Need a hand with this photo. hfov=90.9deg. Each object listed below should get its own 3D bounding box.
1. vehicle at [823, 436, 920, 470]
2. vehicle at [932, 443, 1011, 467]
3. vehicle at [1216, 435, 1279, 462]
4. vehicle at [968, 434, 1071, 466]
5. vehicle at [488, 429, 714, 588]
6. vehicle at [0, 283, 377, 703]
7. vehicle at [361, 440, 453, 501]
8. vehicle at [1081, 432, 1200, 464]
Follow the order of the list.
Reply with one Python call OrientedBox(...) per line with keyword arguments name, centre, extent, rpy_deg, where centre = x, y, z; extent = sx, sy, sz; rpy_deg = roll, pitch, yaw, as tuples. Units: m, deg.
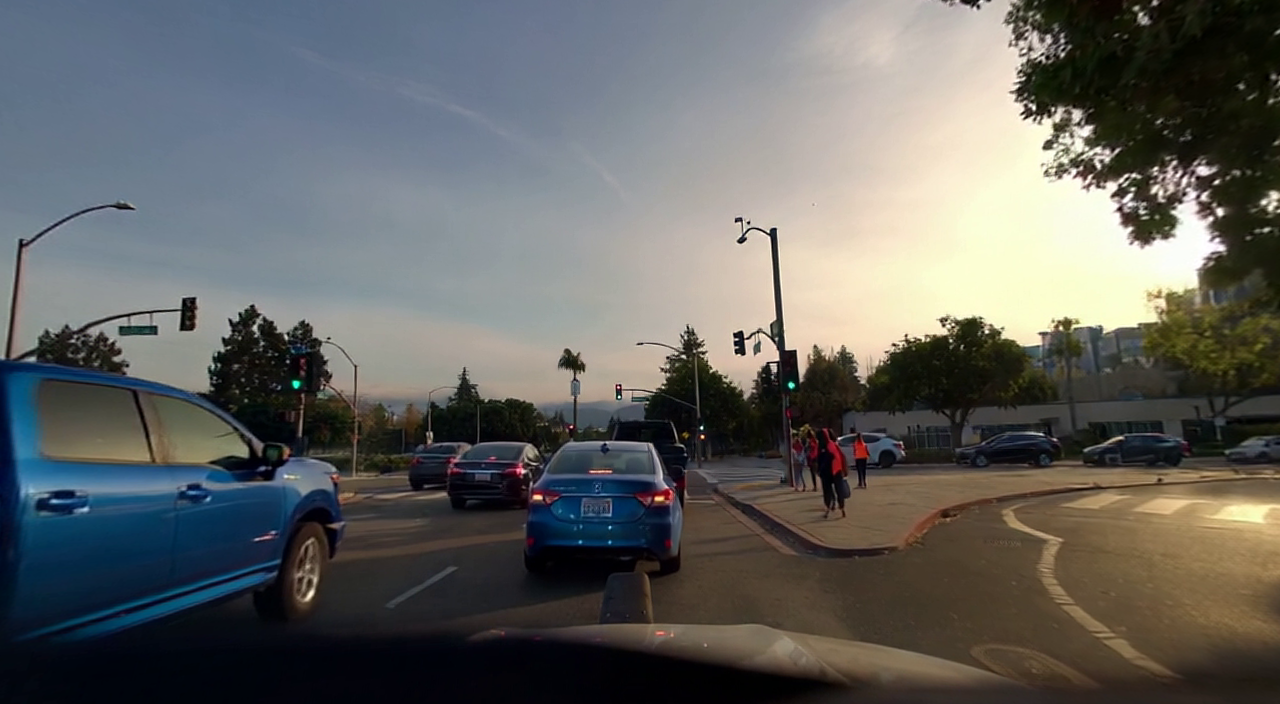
OrientedBox(name="vehicle", centre=(12.216, 5.359, 33.458), extent=(4.394, 1.724, 1.886), rpy_deg=(0, -9, 1))
OrientedBox(name="vehicle", centre=(21.218, 6.586, 40.393), extent=(3.983, 1.443, 1.831), rpy_deg=(0, -9, 1))
OrientedBox(name="vehicle", centre=(36.249, 5.503, 36.001), extent=(4.643, 1.464, 1.840), rpy_deg=(-1, -9, 3))
OrientedBox(name="vehicle", centre=(21.940, 5.661, 36.554), extent=(4.529, 1.786, 2.110), rpy_deg=(0, -9, 2))
OrientedBox(name="vehicle", centre=(-0.366, 1.831, 8.284), extent=(2.144, 1.497, 4.446), rpy_deg=(0, -9, 0))
OrientedBox(name="vehicle", centre=(-3.662, 0.840, 3.396), extent=(2.202, 1.961, 4.980), rpy_deg=(0, -9, 1))
OrientedBox(name="vehicle", centre=(-7.562, 3.835, 20.979), extent=(2.026, 1.755, 5.167), rpy_deg=(2, -9, -11))
OrientedBox(name="vehicle", centre=(28.937, 5.579, 36.563), extent=(4.967, 1.794, 2.044), rpy_deg=(-1, -9, 3))
